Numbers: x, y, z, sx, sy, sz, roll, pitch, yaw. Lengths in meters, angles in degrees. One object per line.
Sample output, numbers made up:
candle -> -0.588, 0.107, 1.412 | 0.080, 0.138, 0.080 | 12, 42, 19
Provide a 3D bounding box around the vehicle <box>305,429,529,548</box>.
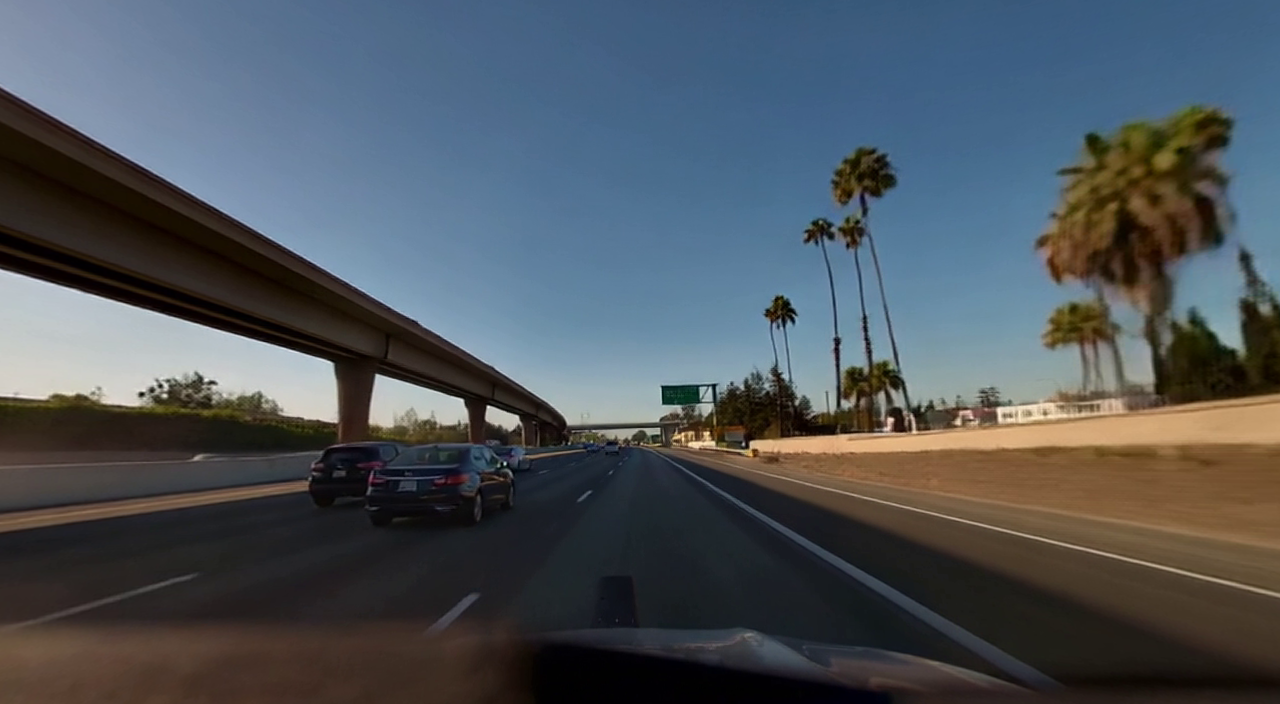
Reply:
vehicle -> -3.255, 2.093, 10.446 | 1.978, 1.499, 4.695 | 0, -9, 0
